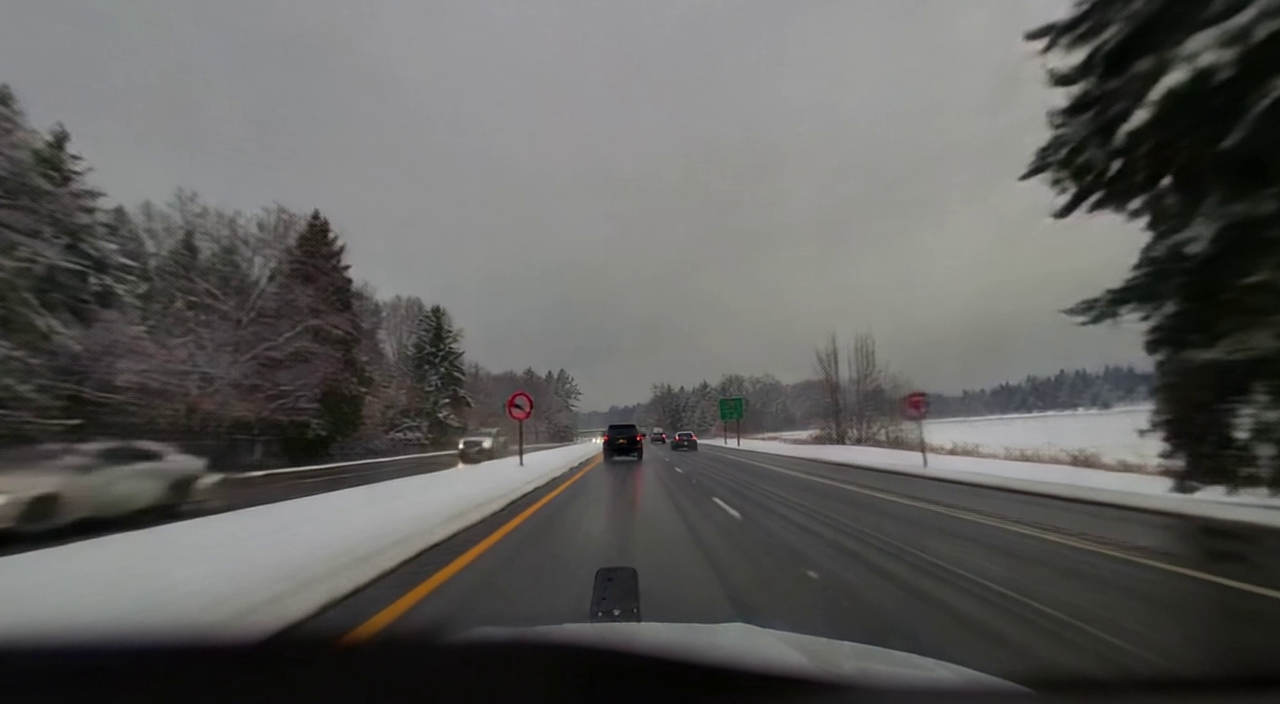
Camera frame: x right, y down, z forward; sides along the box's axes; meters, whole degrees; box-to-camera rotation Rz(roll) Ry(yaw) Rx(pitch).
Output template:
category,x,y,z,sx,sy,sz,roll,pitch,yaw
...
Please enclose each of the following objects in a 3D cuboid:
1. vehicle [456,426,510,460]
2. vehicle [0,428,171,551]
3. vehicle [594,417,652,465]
category,x,y,z,sx,sy,sz,roll,pitch,yaw
vehicle,-9.629,5.625,39.134,2.120,1.905,5.052,0,-8,-1
vehicle,-9.197,1.885,8.922,1.939,1.568,4.109,0,-8,-1
vehicle,-0.772,4.103,29.166,2.503,2.044,4.633,0,-8,-1
